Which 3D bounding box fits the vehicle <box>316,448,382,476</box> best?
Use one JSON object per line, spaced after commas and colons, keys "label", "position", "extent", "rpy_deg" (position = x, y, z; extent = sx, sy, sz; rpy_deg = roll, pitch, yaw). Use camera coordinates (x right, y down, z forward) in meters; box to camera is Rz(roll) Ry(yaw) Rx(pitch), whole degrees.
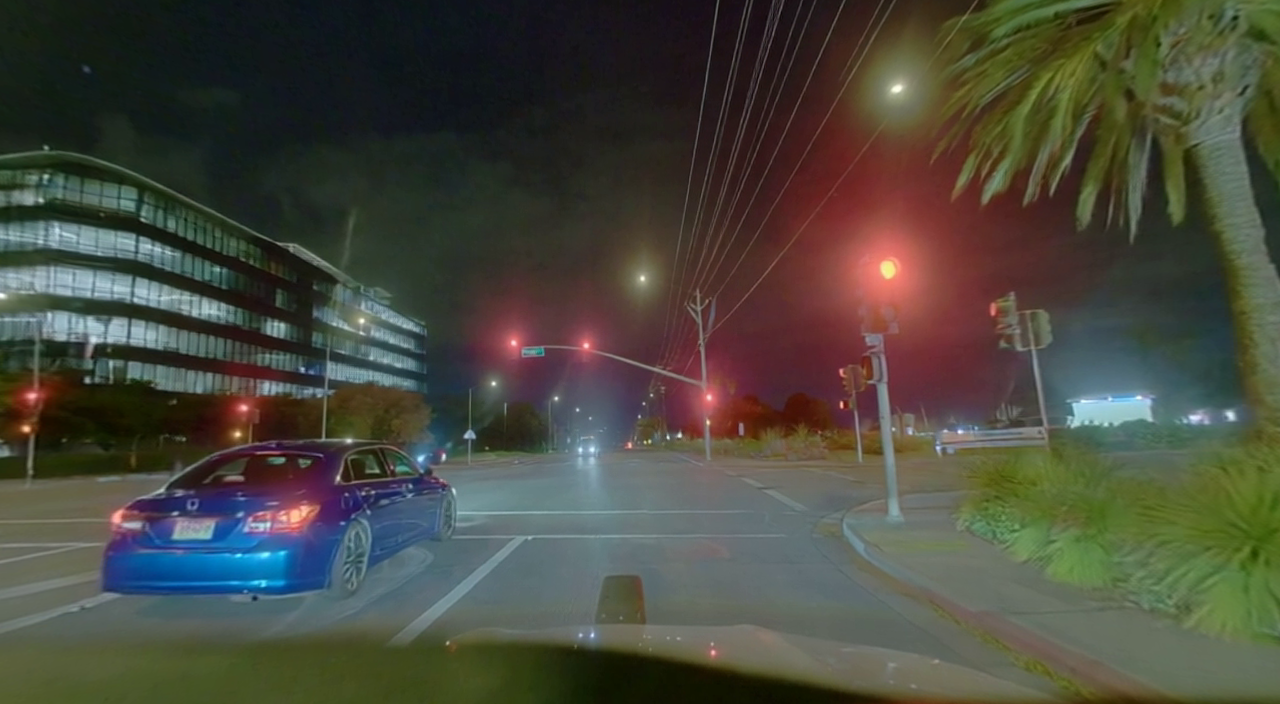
{"label": "vehicle", "position": [-19.063, 7.206, 41.518], "extent": [2.017, 1.739, 4.569], "rpy_deg": [0, -9, 2]}

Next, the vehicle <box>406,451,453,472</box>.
{"label": "vehicle", "position": [-15.095, 7.836, 45.323], "extent": [1.875, 1.389, 3.784], "rpy_deg": [0, -9, 4]}
